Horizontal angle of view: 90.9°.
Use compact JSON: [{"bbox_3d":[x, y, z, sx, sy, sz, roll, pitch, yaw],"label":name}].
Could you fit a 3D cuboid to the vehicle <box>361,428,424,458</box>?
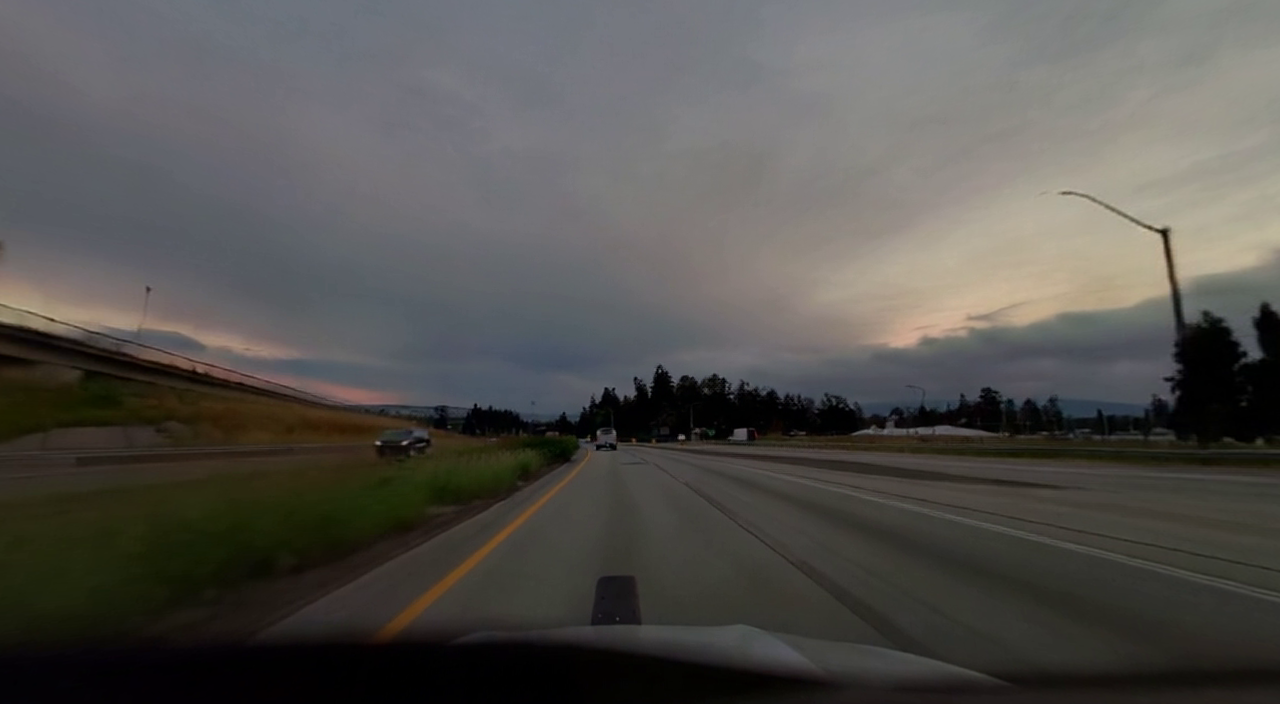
[{"bbox_3d":[-14.506,5.371,37.211,2.059,1.661,4.441,0,-8,-2],"label":"vehicle"}]
